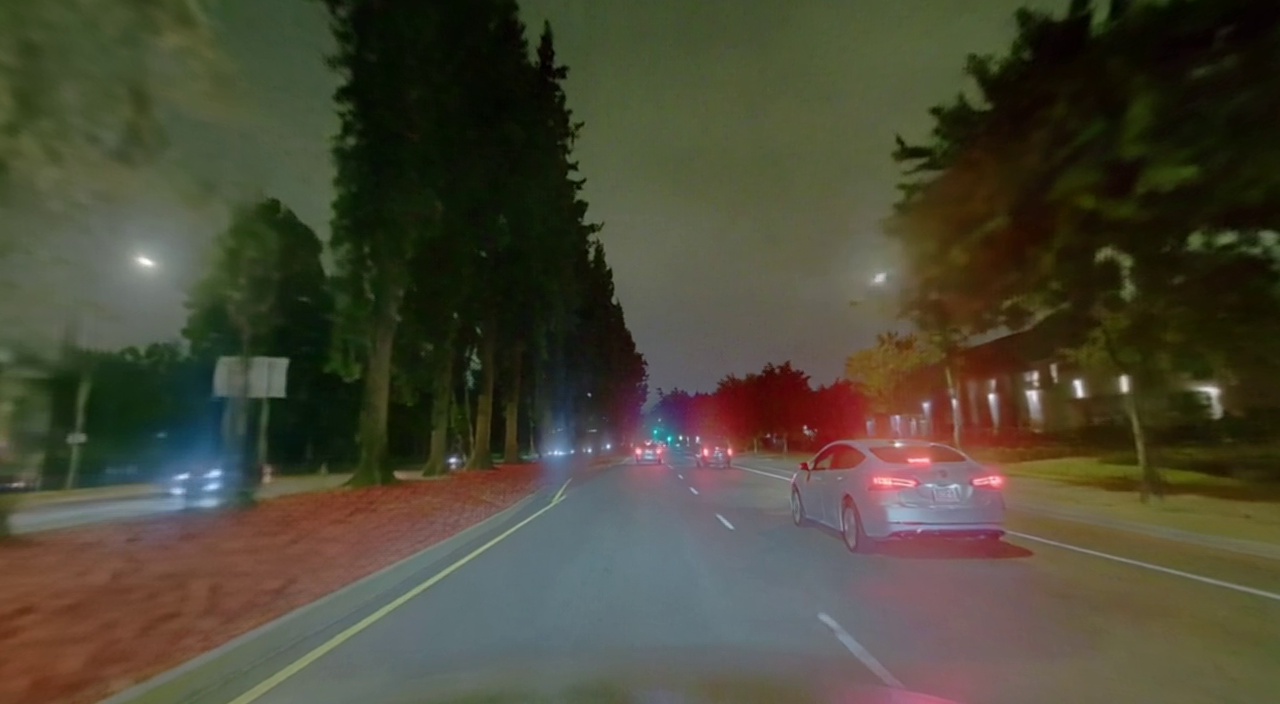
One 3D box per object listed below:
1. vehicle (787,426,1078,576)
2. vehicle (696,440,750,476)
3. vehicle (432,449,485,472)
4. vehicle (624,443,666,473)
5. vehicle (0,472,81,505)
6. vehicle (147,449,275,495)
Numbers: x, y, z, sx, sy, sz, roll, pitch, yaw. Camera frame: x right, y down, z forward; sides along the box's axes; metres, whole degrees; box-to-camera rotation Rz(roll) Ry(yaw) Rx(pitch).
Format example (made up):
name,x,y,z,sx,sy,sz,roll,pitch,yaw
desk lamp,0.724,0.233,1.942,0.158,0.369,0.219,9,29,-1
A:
name,x,y,z,sx,sy,sz,roll,pitch,yaw
vehicle,3.495,1.850,8.637,1.985,1.529,4.147,0,-9,0
vehicle,4.033,5.206,31.309,2.074,1.652,4.340,0,-9,0
vehicle,-12.122,7.250,42.502,2.063,1.485,4.756,0,-9,1
vehicle,0.252,5.610,33.535,2.082,1.473,4.028,0,-9,1
vehicle,-31.133,6.878,31.687,4.279,1.438,2.037,-3,-9,2
vehicle,-18.681,5.208,27.860,2.085,1.794,4.776,0,-9,3
